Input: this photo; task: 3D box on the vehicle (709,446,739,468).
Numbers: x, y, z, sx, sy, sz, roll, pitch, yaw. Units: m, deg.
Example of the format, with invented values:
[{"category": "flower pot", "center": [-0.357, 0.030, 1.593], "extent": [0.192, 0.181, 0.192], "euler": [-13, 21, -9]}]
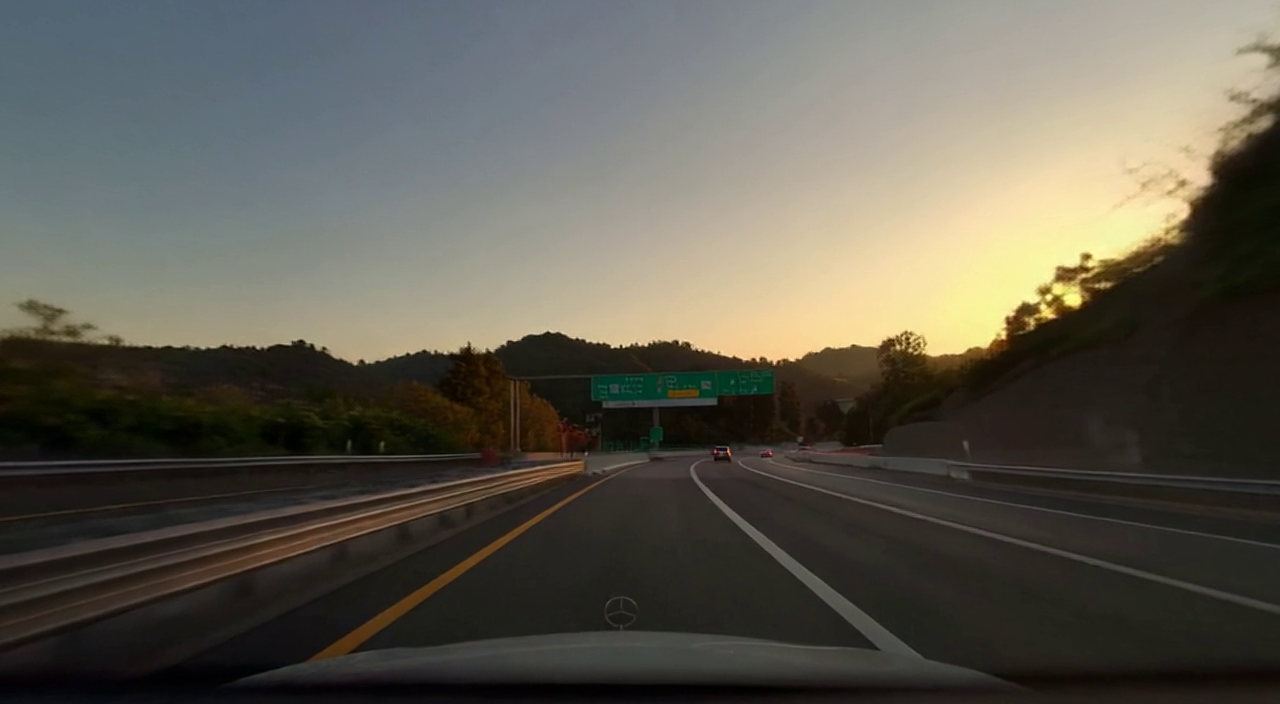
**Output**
[{"category": "vehicle", "center": [6.238, 7.809, 47.264], "extent": [1.874, 1.506, 4.116], "euler": [-1, -9, 3]}]
